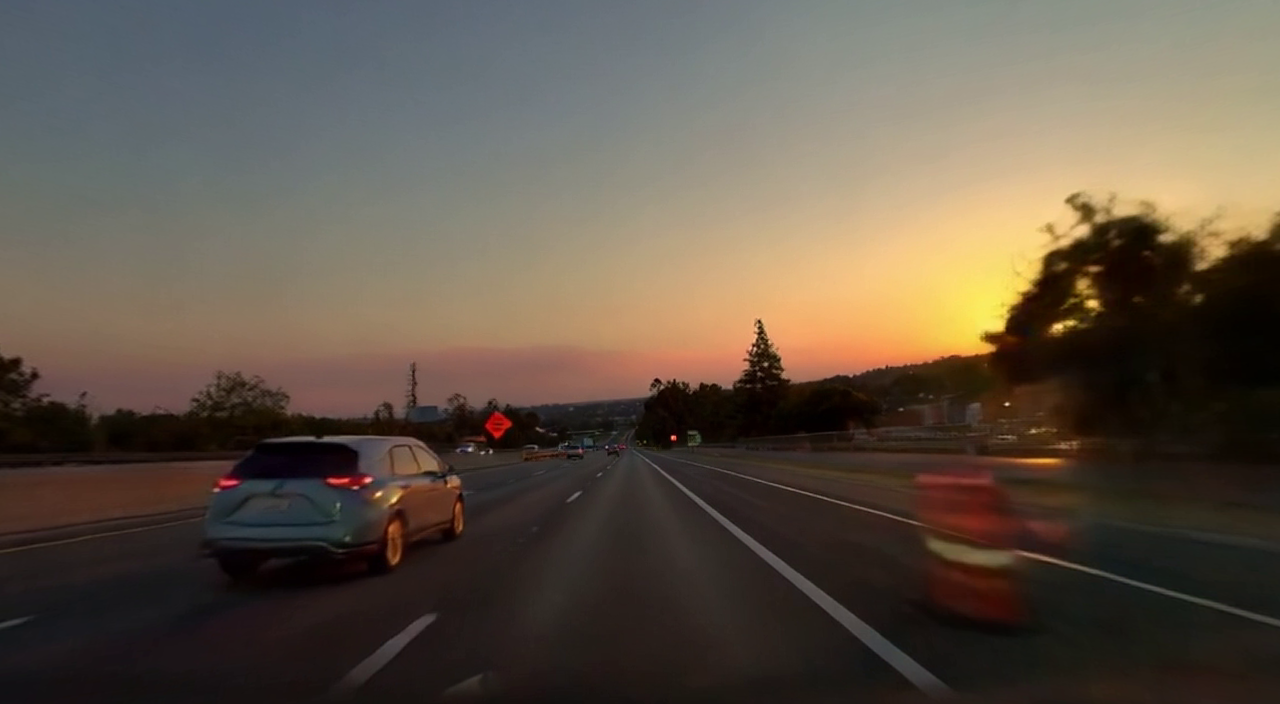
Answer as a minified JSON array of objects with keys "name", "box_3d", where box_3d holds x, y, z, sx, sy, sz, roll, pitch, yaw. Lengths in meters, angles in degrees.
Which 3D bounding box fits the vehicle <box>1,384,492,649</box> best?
[{"name":"vehicle","box_3d":[-3.068,1.397,6.358,2.103,1.715,4.371,0,-9,0]}]
